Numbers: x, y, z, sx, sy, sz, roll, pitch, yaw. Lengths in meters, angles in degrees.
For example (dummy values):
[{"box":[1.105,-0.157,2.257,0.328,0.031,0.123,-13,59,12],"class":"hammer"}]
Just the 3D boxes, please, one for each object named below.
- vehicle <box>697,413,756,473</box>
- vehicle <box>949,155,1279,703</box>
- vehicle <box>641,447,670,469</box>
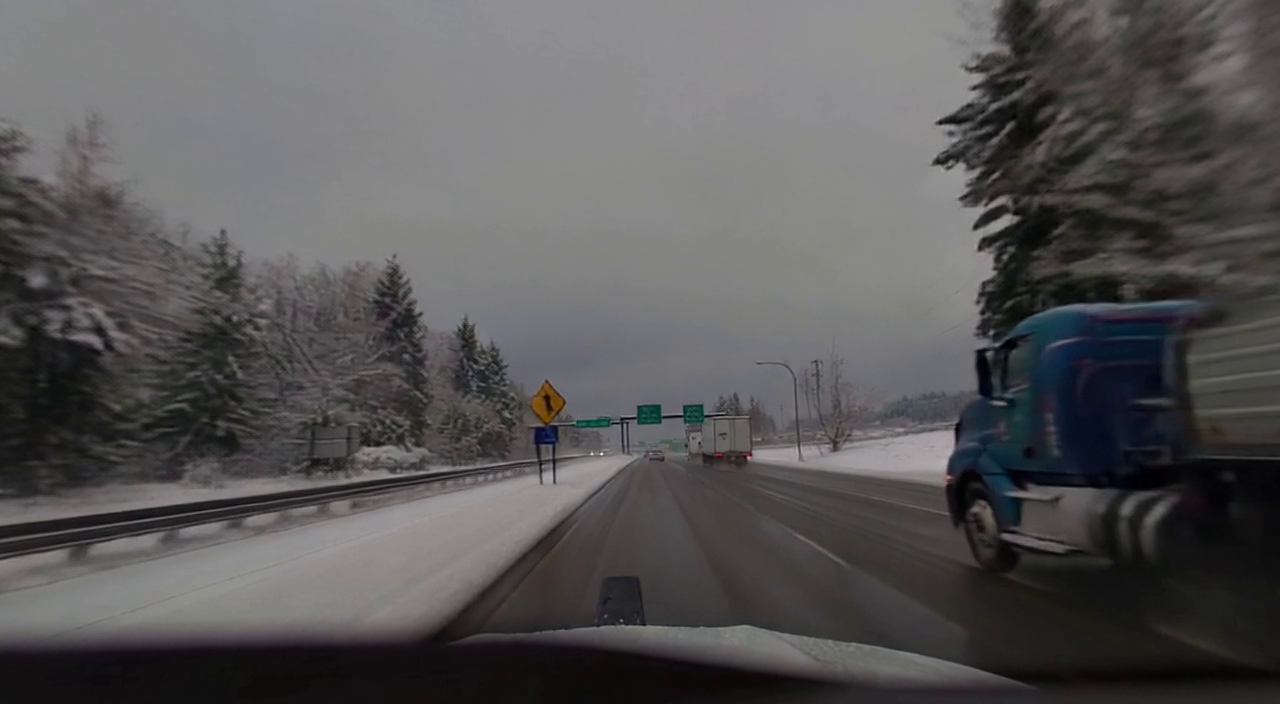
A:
[{"box":[5.206,5.674,39.211,2.743,3.367,7.306,0,-9,1],"class":"vehicle"},{"box":[4.388,0.467,3.140,2.569,2.783,5.984,0,-9,0],"class":"vehicle"},{"box":[1.127,7.822,46.741,2.049,1.500,3.790,0,-9,0],"class":"vehicle"}]
